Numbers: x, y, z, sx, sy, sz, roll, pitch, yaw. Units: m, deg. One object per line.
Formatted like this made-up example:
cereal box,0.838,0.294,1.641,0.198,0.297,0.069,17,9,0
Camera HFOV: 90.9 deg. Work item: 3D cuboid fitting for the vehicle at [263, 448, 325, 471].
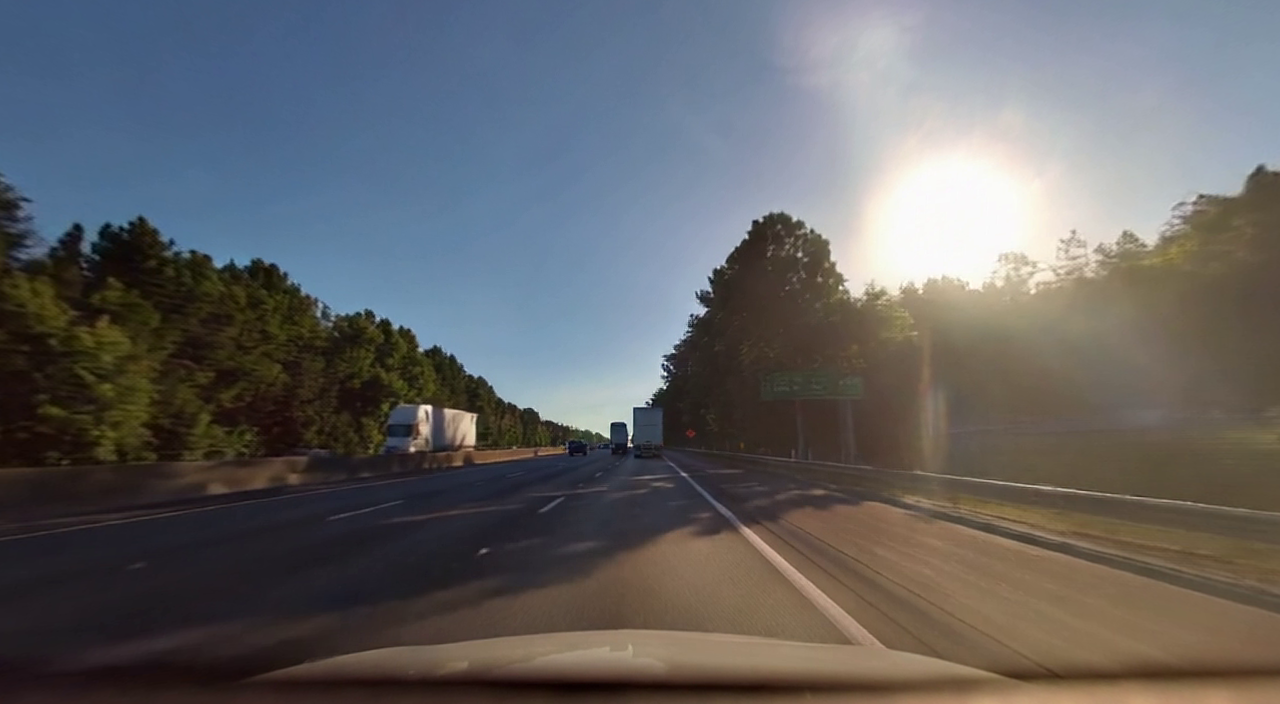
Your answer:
vehicle,-25.508,7.936,46.648,2.060,1.559,4.348,0,-8,1
